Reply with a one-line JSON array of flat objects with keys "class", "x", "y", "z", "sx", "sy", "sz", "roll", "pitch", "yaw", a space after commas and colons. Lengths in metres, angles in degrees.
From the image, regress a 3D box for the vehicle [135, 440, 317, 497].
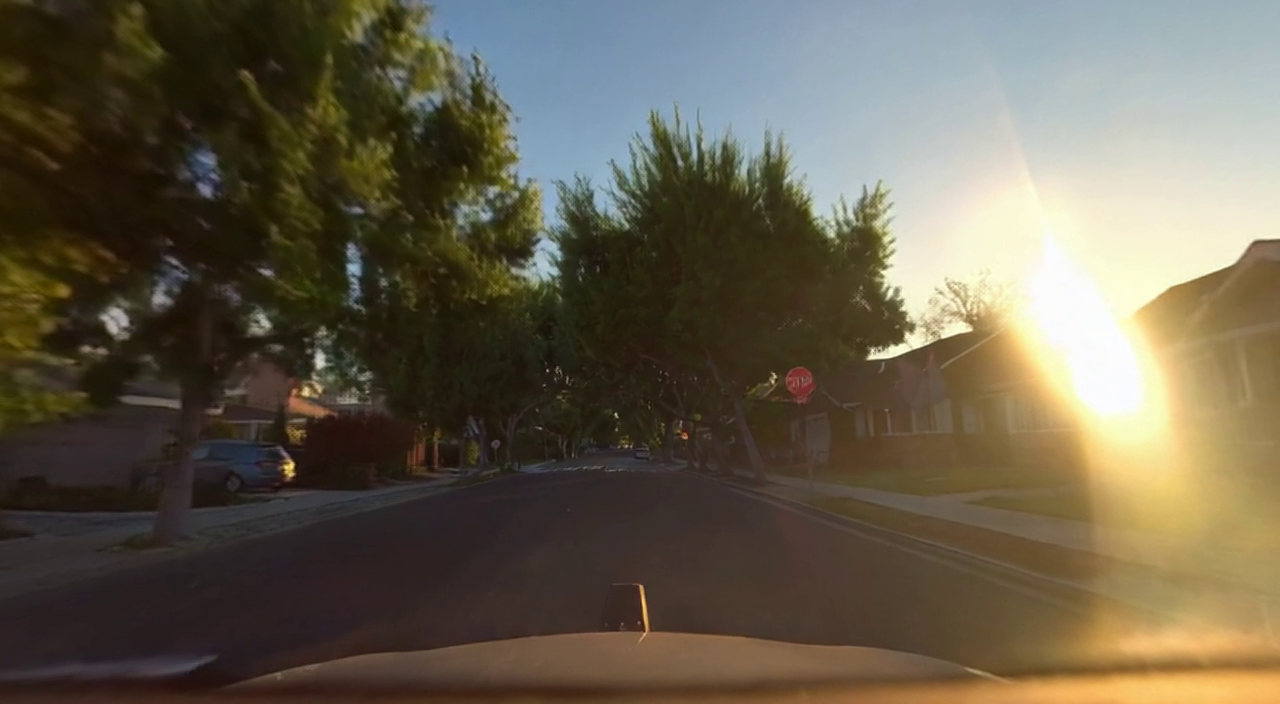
[{"class": "vehicle", "x": -14.339, "y": 4.047, "z": 22.143, "sx": 4.809, "sy": 1.865, "sz": 2.093, "roll": 0, "pitch": -9, "yaw": -2}]
